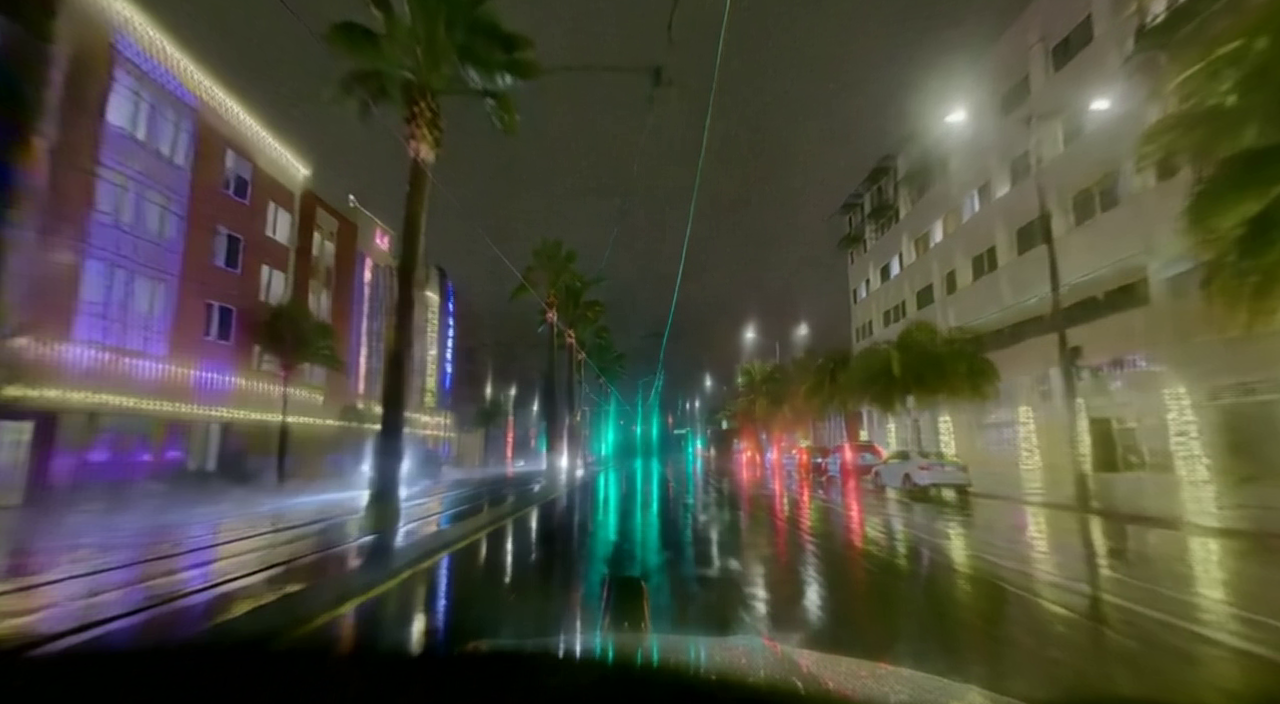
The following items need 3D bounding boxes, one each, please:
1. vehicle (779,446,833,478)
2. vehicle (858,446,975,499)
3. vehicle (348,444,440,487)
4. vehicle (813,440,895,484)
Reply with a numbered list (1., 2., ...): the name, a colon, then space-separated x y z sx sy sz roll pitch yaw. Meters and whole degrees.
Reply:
1. vehicle: 8.401 5.597 32.250 1.715 1.500 3.910 0 -8 0
2. vehicle: 8.631 3.752 20.150 1.733 1.468 4.326 0 -8 0
3. vehicle: -10.610 4.893 27.584 2.042 1.716 4.634 0 -8 2
4. vehicle: 8.678 4.483 25.975 1.867 1.627 4.357 0 -8 0
